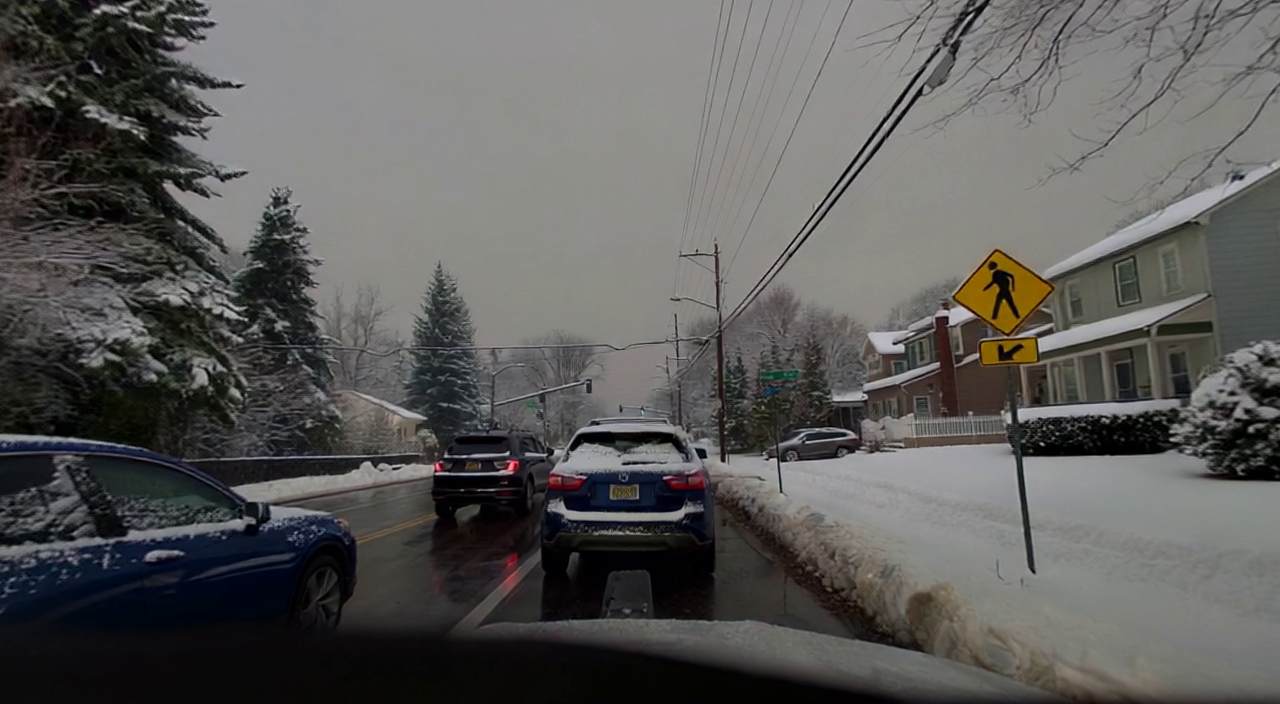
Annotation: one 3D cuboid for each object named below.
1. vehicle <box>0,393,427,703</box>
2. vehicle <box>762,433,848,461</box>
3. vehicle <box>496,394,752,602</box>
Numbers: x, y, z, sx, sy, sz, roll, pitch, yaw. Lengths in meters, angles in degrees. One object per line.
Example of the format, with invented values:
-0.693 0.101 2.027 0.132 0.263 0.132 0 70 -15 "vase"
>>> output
-2.870 1.042 3.027 1.968 1.472 4.685 0 -9 1 "vehicle"
9.314 5.434 35.915 4.456 1.504 1.914 -1 -9 6 "vehicle"
-0.135 1.509 7.279 2.120 1.718 3.909 0 -9 0 "vehicle"
